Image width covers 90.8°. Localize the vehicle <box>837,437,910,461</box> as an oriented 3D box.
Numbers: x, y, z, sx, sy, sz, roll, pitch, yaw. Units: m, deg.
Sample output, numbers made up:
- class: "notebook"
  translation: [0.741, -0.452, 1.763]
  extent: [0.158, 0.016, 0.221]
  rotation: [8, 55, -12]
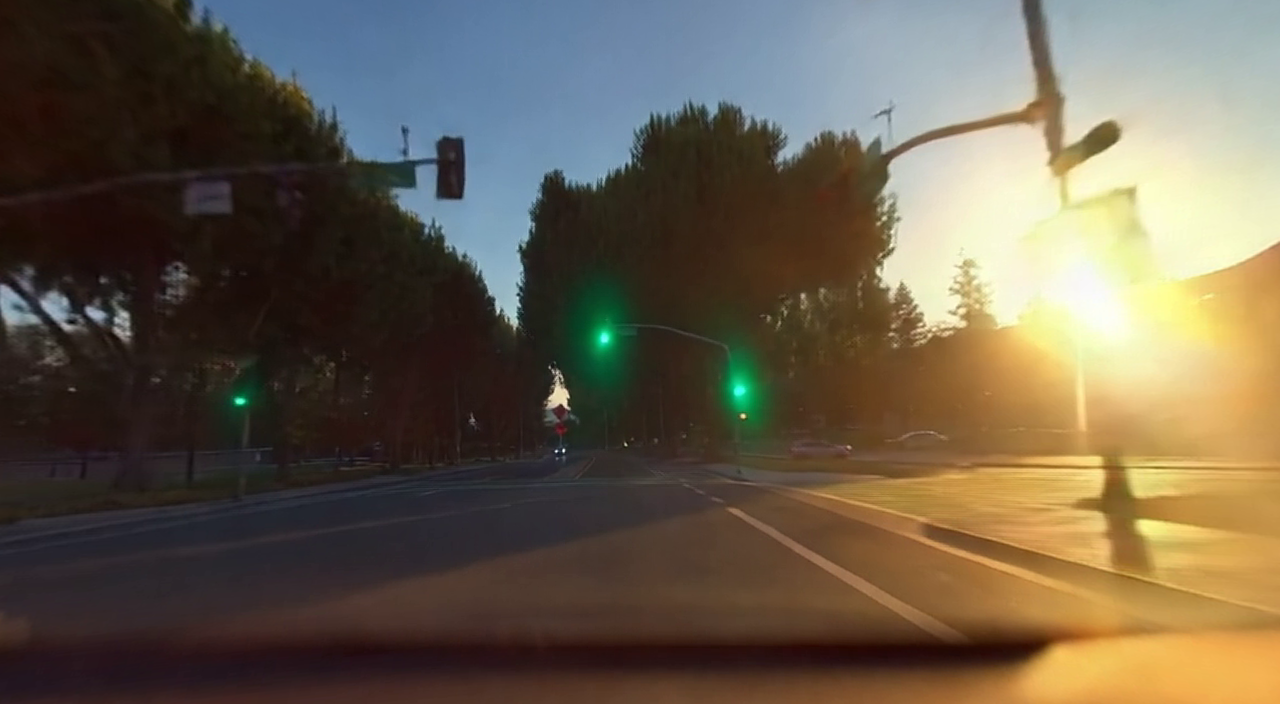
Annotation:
- class: "vehicle"
  translation: [14.666, 6.110, 39.801]
  extent: [3.914, 1.415, 1.626]
  rotation: [0, -8, 1]
